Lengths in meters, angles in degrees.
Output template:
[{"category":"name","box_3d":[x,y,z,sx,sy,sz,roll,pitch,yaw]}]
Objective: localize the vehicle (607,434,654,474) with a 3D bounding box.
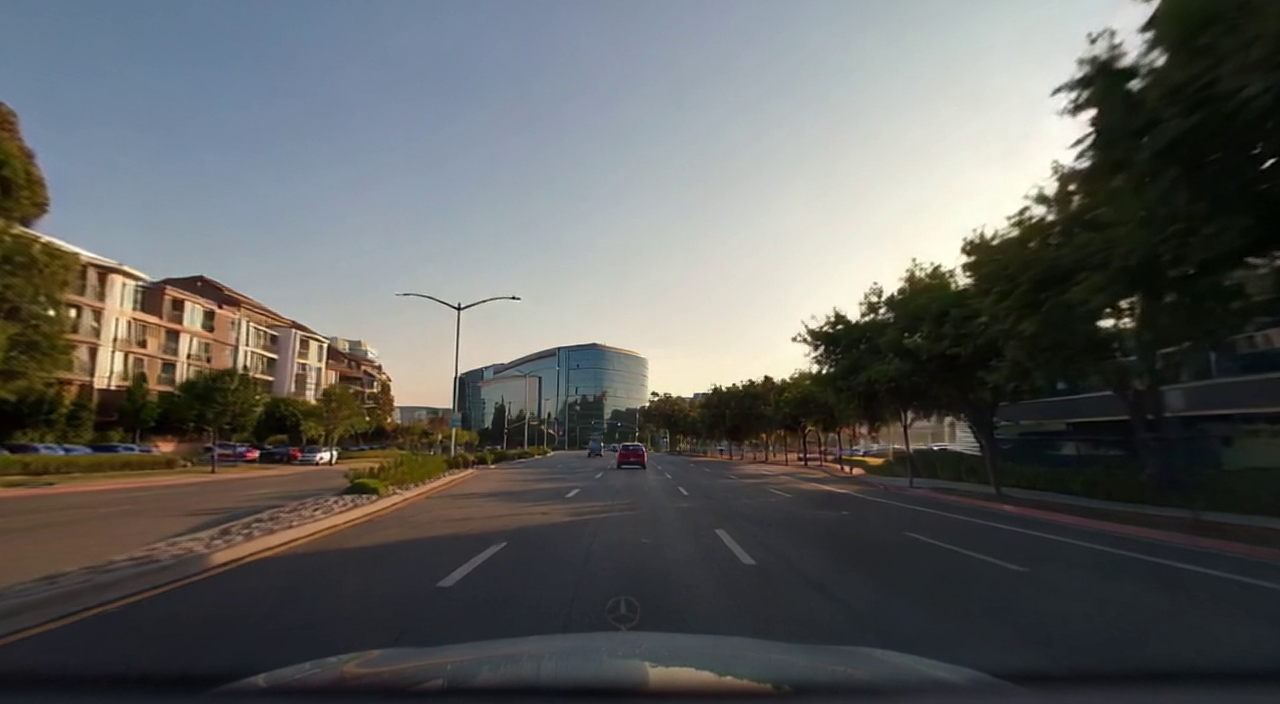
[{"category":"vehicle","box_3d":[-0.464,5.224,32.507,2.260,1.872,4.578,0,-9,0]}]

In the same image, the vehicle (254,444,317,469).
[{"category":"vehicle","box_3d":[-27.008,7.958,48.331,1.992,1.798,4.987,0,-9,-1]}]
